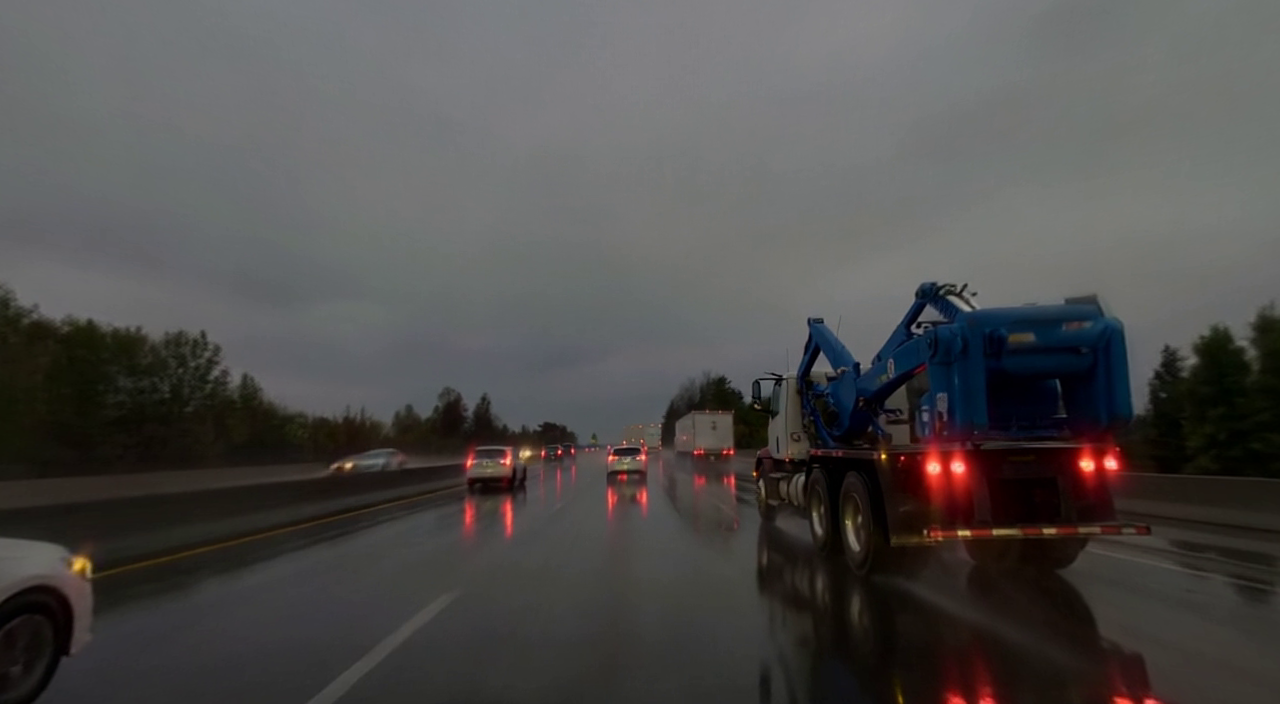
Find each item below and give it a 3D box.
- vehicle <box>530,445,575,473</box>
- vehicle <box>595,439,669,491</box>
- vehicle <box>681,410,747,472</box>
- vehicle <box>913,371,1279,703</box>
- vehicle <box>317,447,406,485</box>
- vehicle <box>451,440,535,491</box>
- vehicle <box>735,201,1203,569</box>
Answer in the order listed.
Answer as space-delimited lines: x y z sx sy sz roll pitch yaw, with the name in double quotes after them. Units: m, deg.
-4.961 6.137 36.165 1.924 1.481 4.264 0 -9 1 "vehicle"
-0.293 3.602 20.301 2.150 1.498 3.988 0 -9 -1 "vehicle"
3.662 4.686 32.676 2.416 2.829 7.016 0 -9 -1 "vehicle"
3.955 0.964 3.021 2.599 1.631 5.693 0 -9 -1 "vehicle"
-12.118 4.969 27.646 1.869 1.541 4.519 0 -9 0 "vehicle"
-4.785 3.744 20.990 1.858 1.527 3.974 0 -9 0 "vehicle"
3.765 0.885 10.332 2.975 3.618 8.456 0 -9 -1 "vehicle"
